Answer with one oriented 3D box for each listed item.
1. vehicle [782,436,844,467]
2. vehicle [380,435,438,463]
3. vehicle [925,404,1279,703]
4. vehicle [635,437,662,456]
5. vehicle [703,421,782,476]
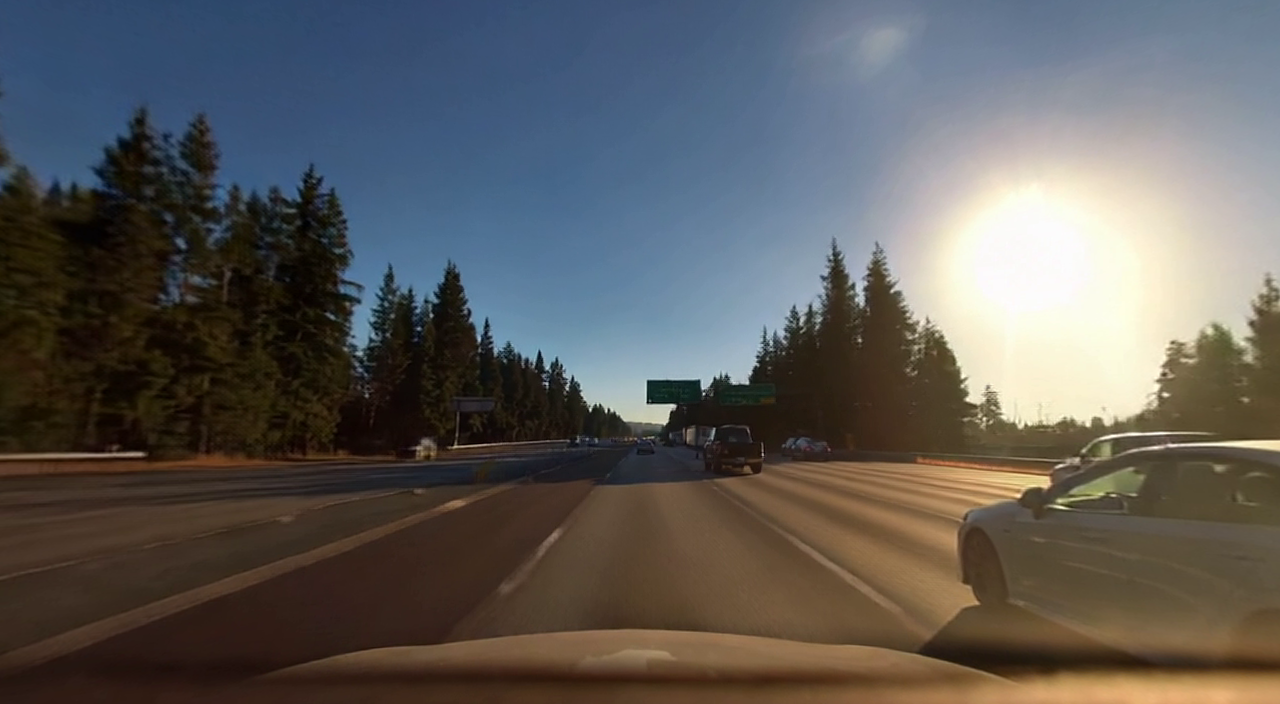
[{"bbox_3d":[9.031,5.230,33.150,2.002,1.500,4.715,0,-8,1],"label":"vehicle"},{"bbox_3d":[-14.618,6.156,39.945,1.953,1.633,4.404,0,-8,1],"label":"vehicle"},{"bbox_3d":[3.372,1.003,2.886,1.904,1.453,4.789,0,-8,0],"label":"vehicle"},{"bbox_3d":[0.643,7.482,49.827,2.052,1.472,4.295,0,-8,0],"label":"vehicle"},{"bbox_3d":[3.900,3.816,25.015,2.206,1.902,5.460,0,-8,0],"label":"vehicle"}]
